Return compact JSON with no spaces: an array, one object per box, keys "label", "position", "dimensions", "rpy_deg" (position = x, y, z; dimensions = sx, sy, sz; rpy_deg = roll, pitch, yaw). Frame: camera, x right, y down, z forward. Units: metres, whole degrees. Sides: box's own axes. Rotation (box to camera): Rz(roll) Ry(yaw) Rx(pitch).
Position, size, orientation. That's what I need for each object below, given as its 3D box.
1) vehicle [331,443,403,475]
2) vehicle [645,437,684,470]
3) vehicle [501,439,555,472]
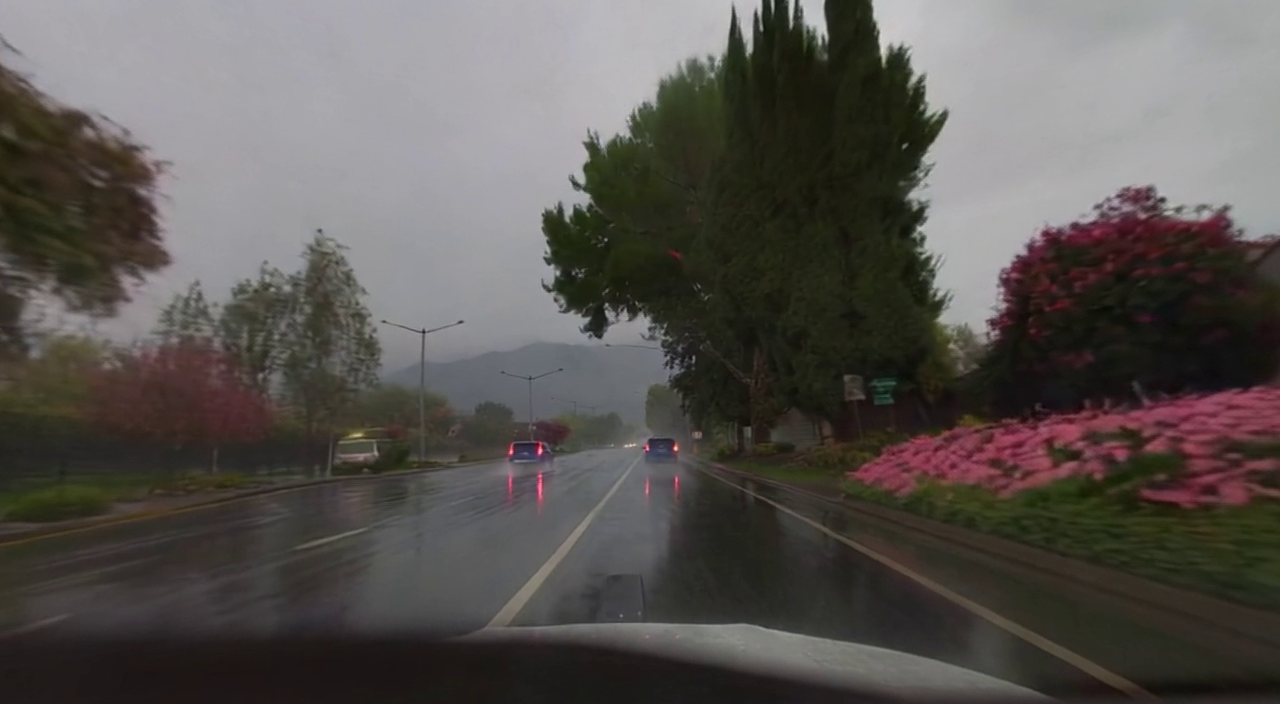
[{"label":"vehicle","position":[-19.419,7.610,45.258],"dimensions":[2.332,2.099,6.029],"rpy_deg":[0,-8,1]},{"label":"vehicle","position":[1.391,5.858,36.620],"dimensions":[2.070,1.764,4.552],"rpy_deg":[0,-8,2]},{"label":"vehicle","position":[-5.931,5.548,34.025],"dimensions":[1.993,1.657,4.487],"rpy_deg":[0,-8,2]}]
